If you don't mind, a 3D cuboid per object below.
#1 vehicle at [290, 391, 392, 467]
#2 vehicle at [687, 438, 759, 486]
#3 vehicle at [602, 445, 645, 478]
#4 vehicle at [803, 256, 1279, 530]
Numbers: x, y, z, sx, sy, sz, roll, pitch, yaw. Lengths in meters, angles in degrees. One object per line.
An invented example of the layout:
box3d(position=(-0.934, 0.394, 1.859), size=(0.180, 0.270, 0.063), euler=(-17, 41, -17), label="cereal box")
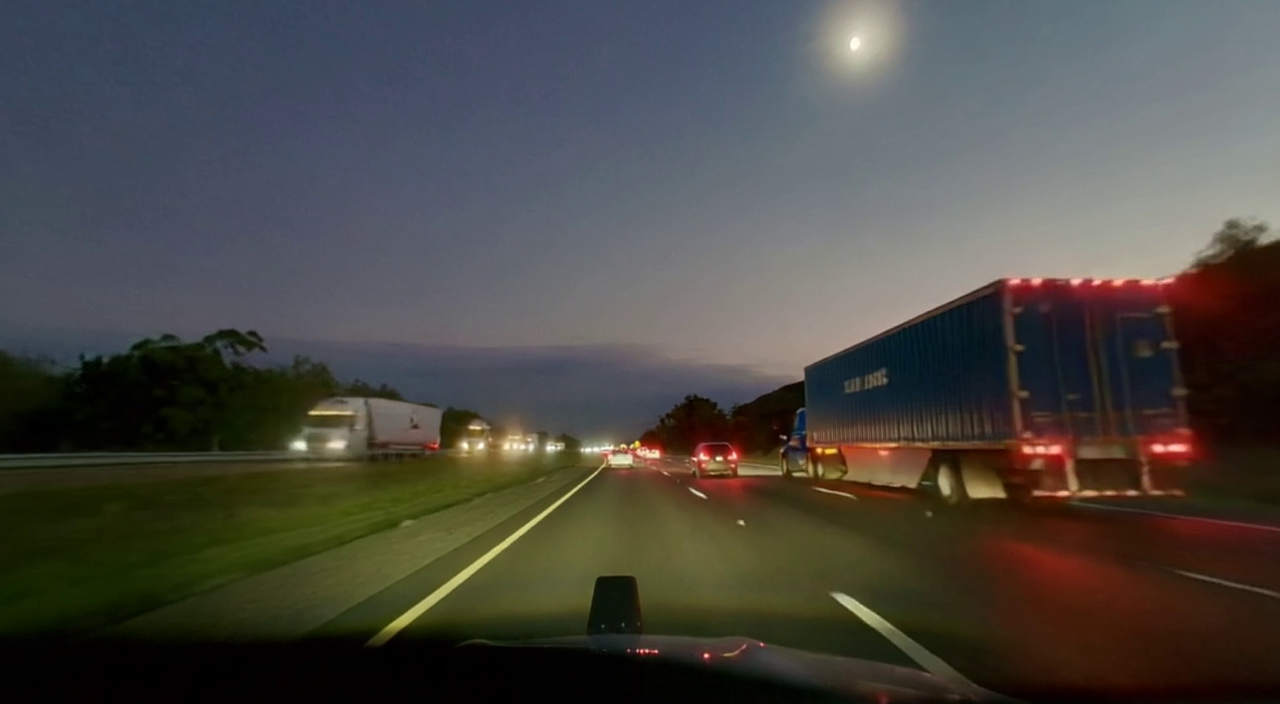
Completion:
box3d(position=(-16.950, 4.523, 36.288), size=(2.948, 4.008, 5.870), euler=(0, -9, -1), label="vehicle")
box3d(position=(3.000, 4.064, 23.589), size=(2.013, 1.623, 3.916), euler=(0, -9, -2), label="vehicle")
box3d(position=(-0.843, 5.414, 31.463), size=(2.050, 1.534, 3.771), euler=(0, -9, -2), label="vehicle")
box3d(position=(7.685, 1.624, 16.196), size=(2.965, 3.990, 14.227), euler=(0, -9, -1), label="vehicle")
